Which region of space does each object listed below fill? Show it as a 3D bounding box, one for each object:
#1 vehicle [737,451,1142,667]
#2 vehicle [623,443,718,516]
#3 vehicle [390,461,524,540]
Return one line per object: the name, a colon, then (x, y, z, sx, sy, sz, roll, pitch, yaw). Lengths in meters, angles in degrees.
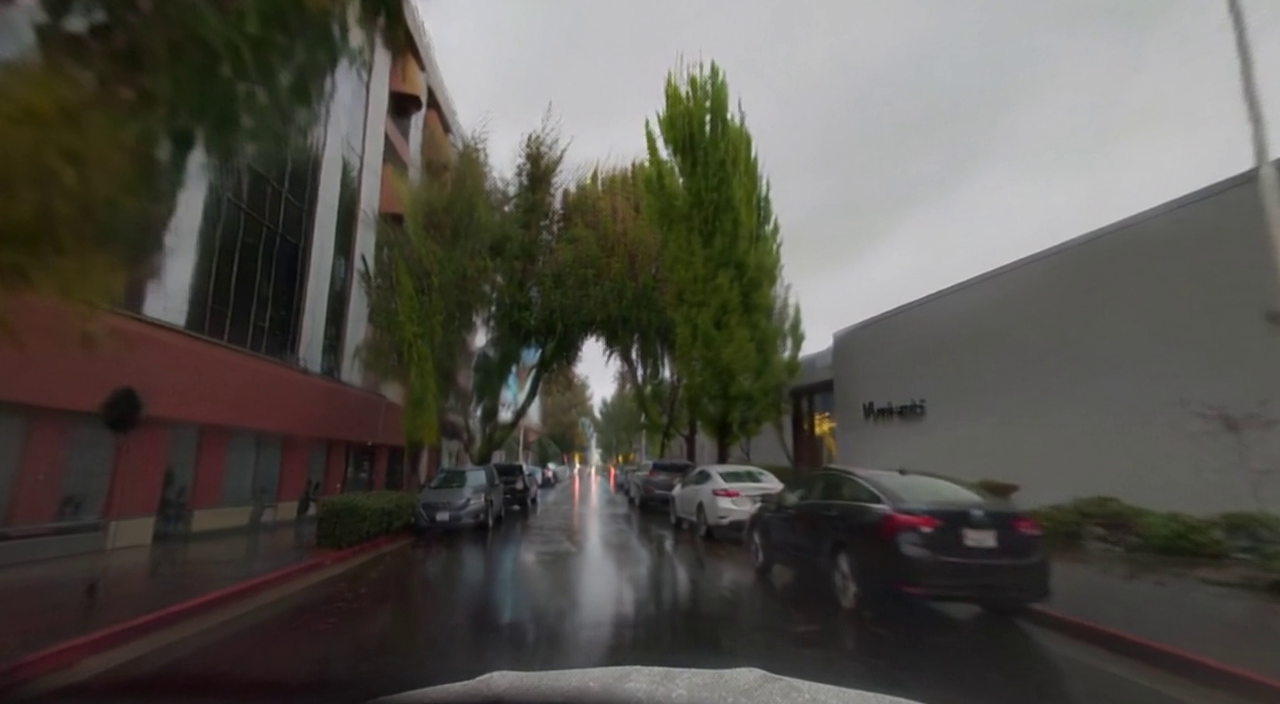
vehicle: (2.496, 1.864, 6.631, 1.889, 1.482, 4.118, 2, -11, -6)
vehicle: (0.796, 4.002, 19.931, 2.242, 1.972, 4.898, 2, -11, -6)
vehicle: (-3.868, 3.229, 14.181, 2.018, 1.461, 4.413, 1, -11, -5)
